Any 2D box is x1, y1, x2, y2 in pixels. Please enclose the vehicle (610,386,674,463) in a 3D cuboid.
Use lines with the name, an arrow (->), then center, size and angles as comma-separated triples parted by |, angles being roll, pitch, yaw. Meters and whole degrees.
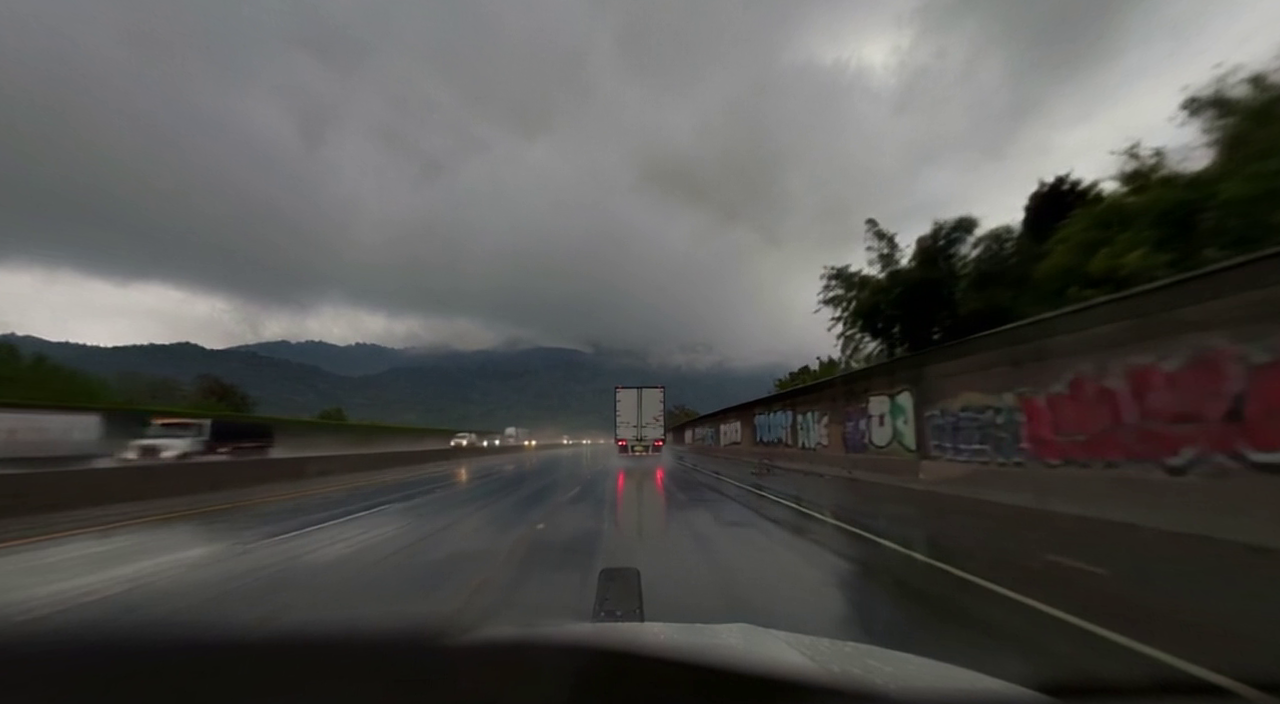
vehicle -> -0.143, 4.300, 36.529 | 2.921, 3.765, 10.773 | 1, -8, -4

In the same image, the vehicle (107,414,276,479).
vehicle -> -18.700, 3.988, 26.961 | 2.295, 2.413, 6.880 | 0, -8, -2
